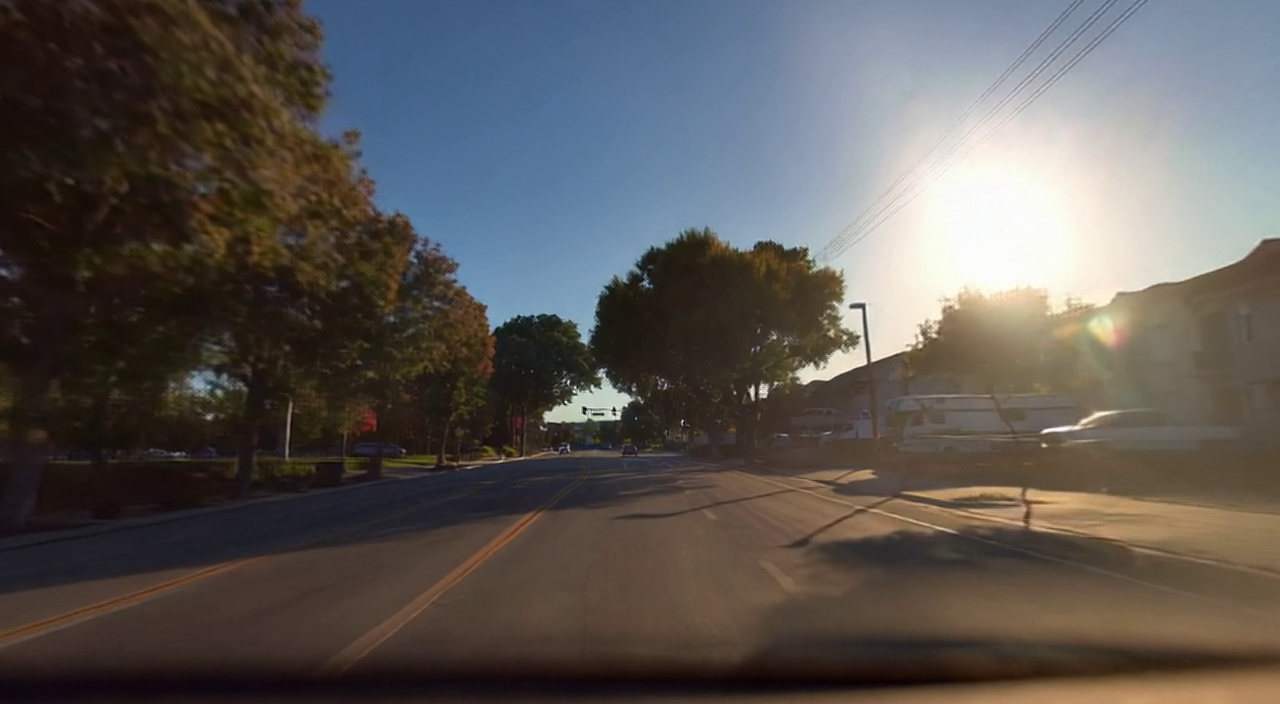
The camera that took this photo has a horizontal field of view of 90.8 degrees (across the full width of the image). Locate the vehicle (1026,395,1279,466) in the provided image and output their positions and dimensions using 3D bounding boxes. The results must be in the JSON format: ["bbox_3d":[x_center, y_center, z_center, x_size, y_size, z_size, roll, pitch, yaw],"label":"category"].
[{"bbox_3d":[15.537,2.427,19.305,5.979,2.037,2.159,0,-9,0],"label":"vehicle"}]
